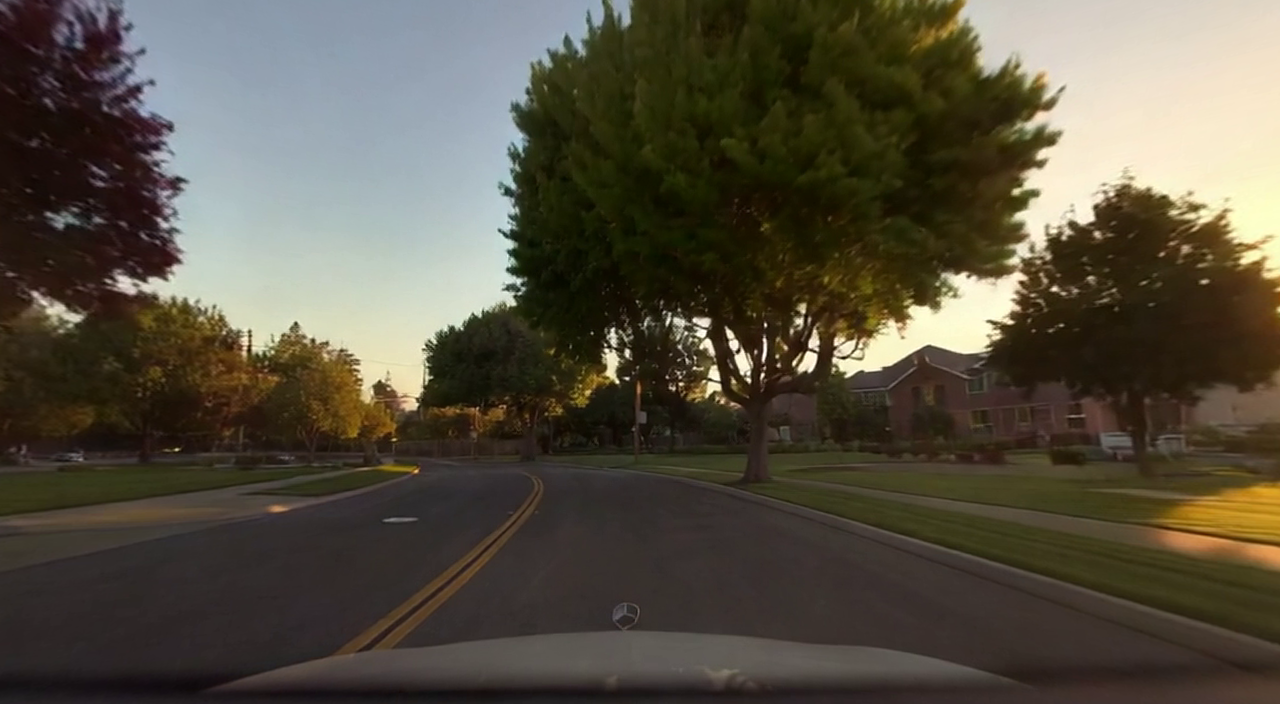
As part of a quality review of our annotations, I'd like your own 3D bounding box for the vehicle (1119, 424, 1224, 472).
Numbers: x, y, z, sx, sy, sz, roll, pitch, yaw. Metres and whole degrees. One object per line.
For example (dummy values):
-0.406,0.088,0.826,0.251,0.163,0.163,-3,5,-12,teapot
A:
31.972,5.778,38.139,2.572,2.692,3.848,3,-9,-19,vehicle
